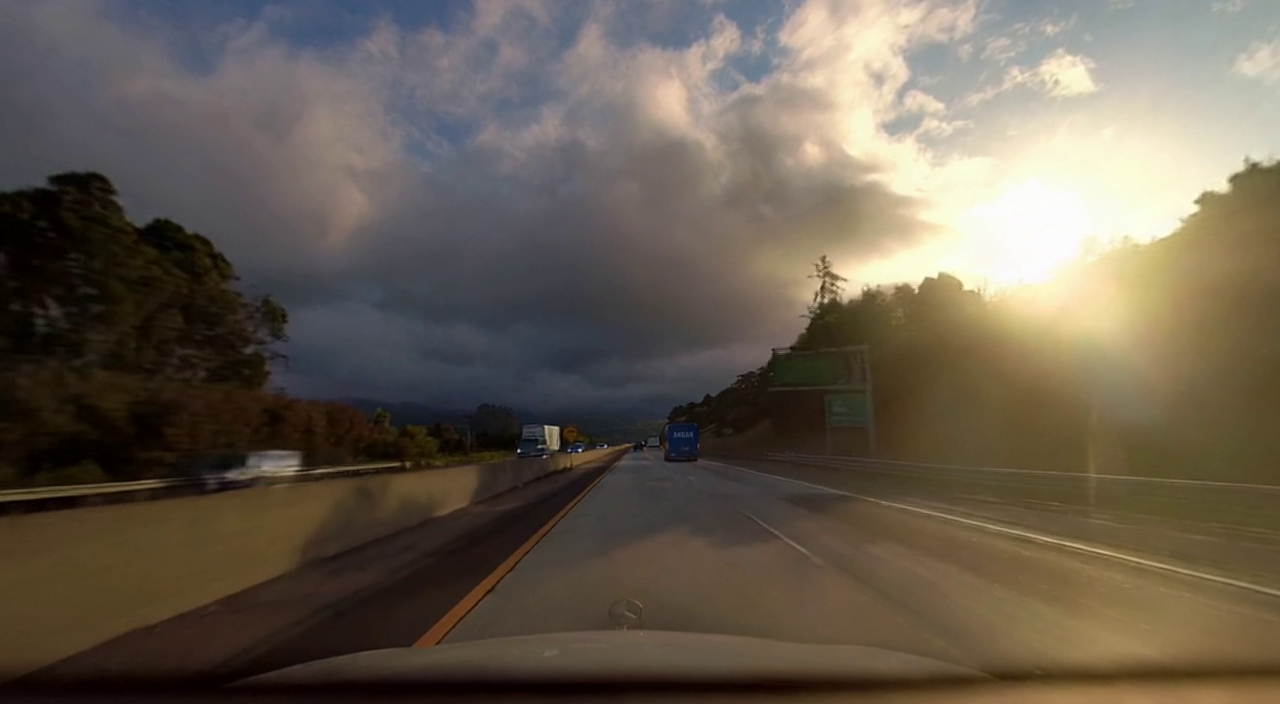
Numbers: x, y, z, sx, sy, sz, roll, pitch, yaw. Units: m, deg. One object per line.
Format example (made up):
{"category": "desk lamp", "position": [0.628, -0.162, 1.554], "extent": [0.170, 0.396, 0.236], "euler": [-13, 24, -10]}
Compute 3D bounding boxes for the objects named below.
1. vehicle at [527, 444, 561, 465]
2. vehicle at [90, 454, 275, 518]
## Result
{"category": "vehicle", "position": [-7.504, 8.075, 49.671], "extent": [1.992, 1.492, 4.794], "euler": [0, -9, 0]}
{"category": "vehicle", "position": [-12.460, 3.622, 17.559], "extent": [1.926, 1.505, 4.237], "euler": [0, -9, 1]}
